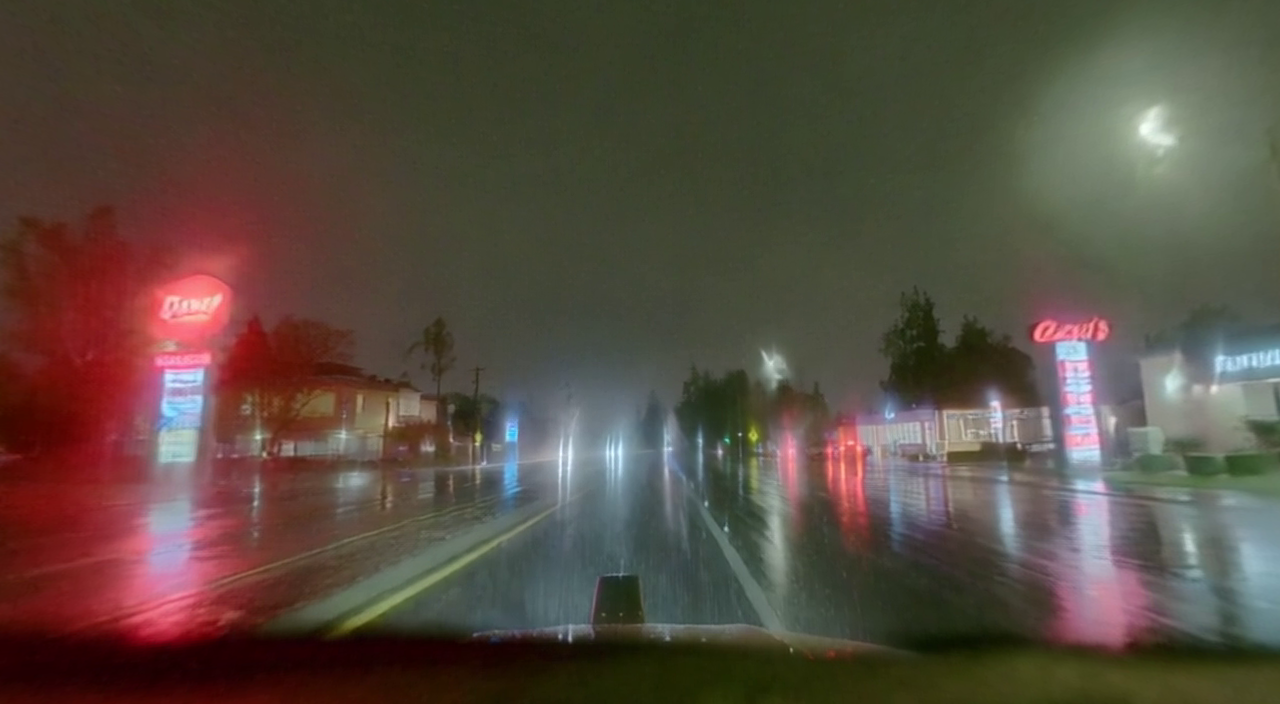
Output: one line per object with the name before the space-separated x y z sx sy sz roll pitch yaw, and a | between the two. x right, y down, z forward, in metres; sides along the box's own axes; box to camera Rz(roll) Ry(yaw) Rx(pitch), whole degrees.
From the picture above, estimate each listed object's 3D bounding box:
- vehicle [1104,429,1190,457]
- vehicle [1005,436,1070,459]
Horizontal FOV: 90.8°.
vehicle | 36.362 6.498 45.516 2.028 1.886 5.190 0 -7 2
vehicle | 28.135 6.787 44.891 1.836 1.497 4.419 -1 -8 2
